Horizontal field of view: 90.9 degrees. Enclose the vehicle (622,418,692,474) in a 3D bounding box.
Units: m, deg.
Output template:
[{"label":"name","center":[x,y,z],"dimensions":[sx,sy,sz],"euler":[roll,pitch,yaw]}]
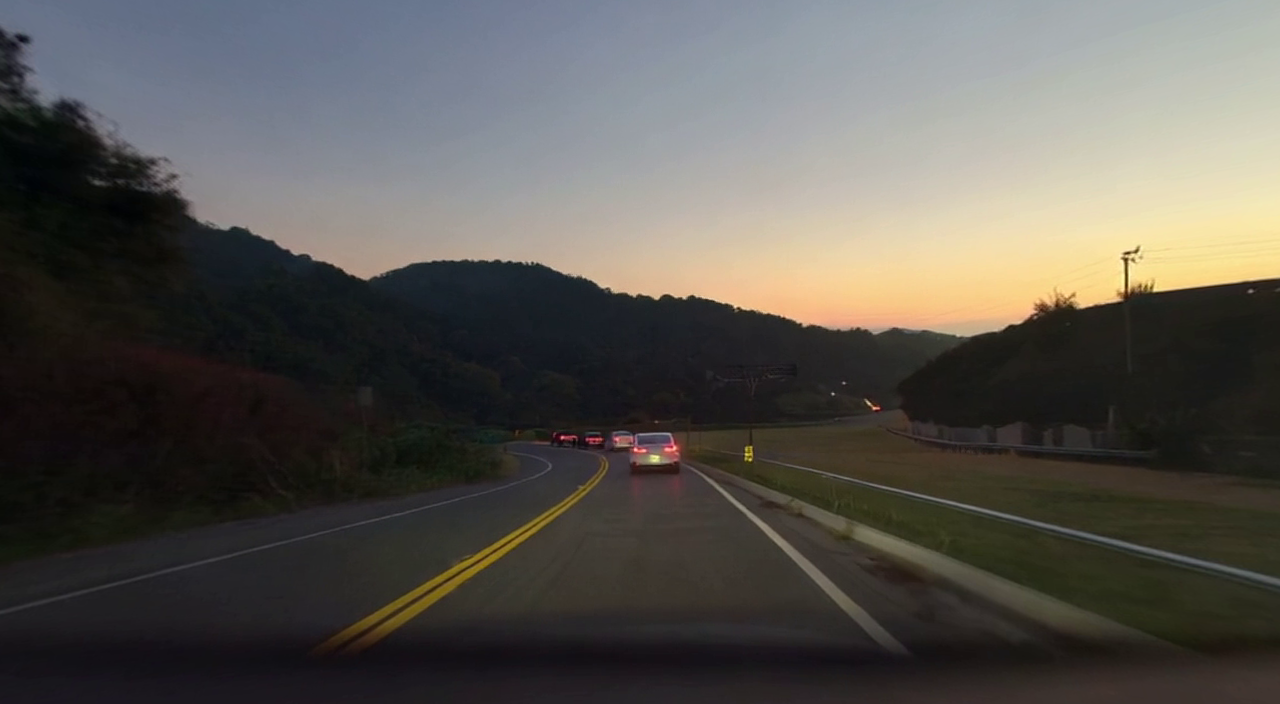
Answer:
[{"label":"vehicle","center":[0.537,3.848,25.873],"dimensions":[2.500,1.961,5.637],"euler":[-2,-8,-2]}]
